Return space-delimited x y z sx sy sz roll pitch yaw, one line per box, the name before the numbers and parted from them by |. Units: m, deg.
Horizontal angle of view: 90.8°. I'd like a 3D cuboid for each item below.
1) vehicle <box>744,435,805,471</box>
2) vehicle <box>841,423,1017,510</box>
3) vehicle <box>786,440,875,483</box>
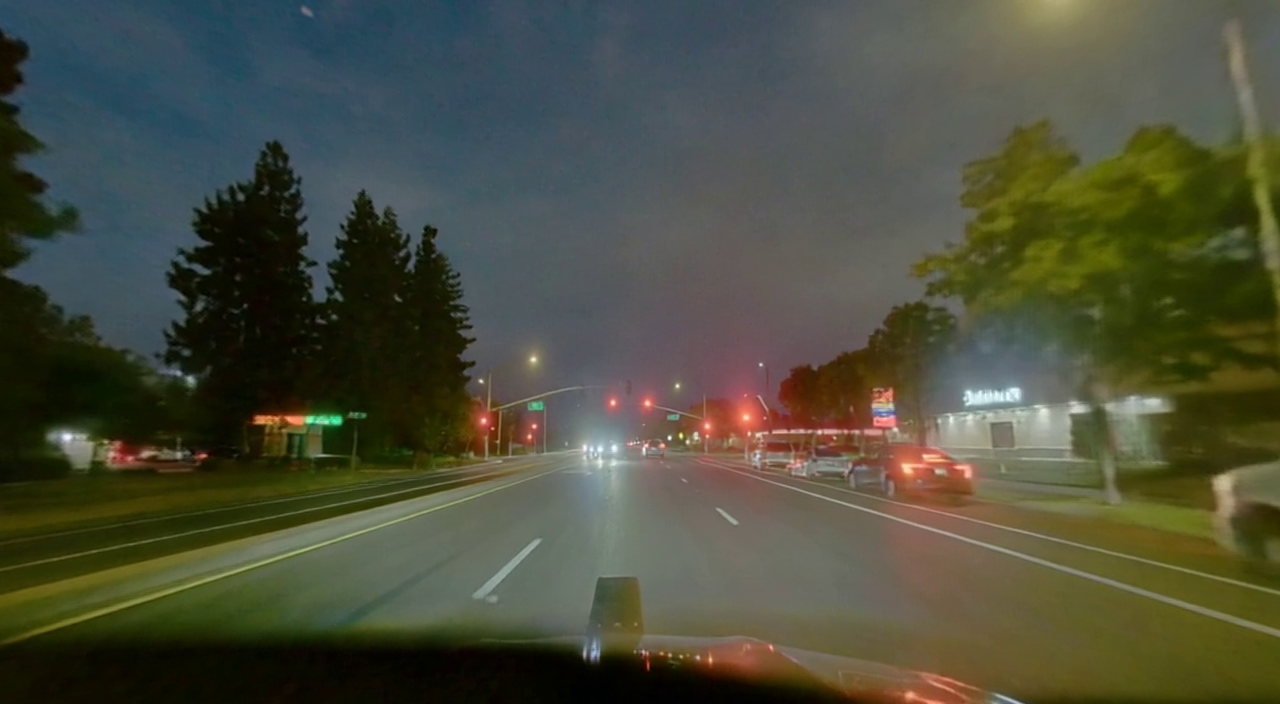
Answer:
vehicle | 7.210 5.481 34.408 2.132 1.793 5.003 0 -8 -1
vehicle | 7.155 2.894 16.398 2.088 1.848 4.936 0 -9 -2
vehicle | 7.138 4.143 24.236 1.922 1.473 4.738 0 -8 0
